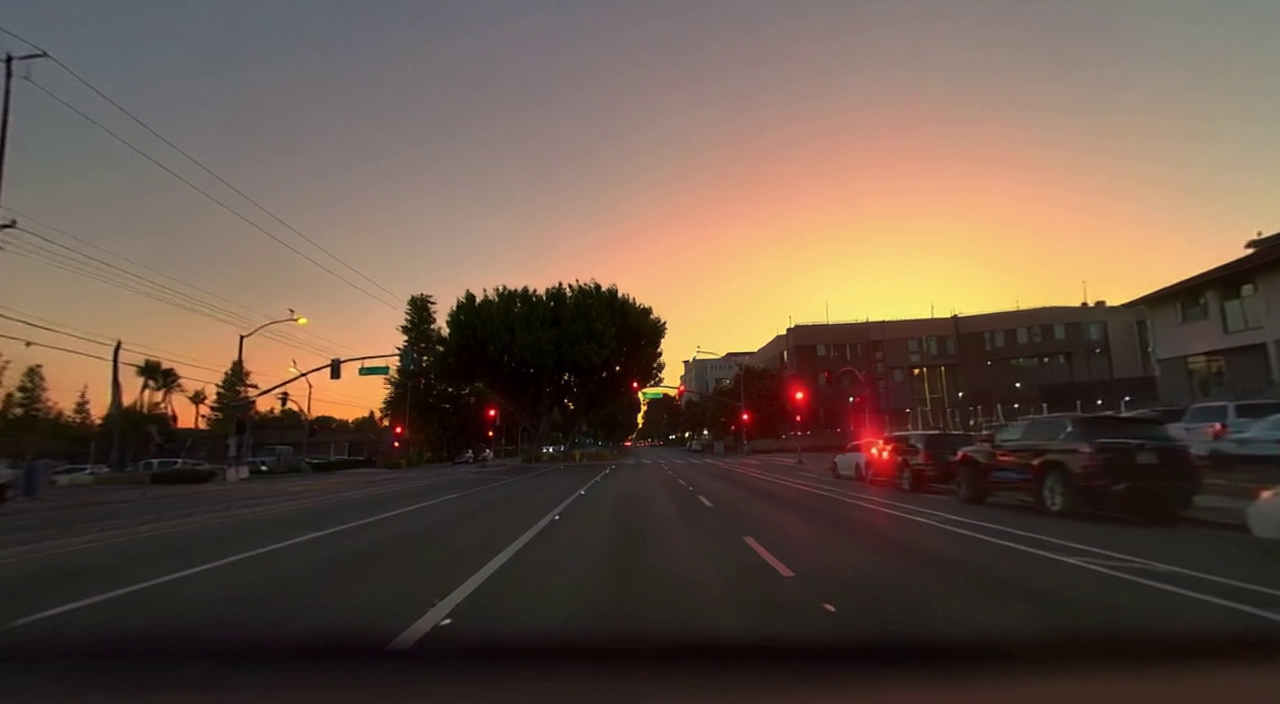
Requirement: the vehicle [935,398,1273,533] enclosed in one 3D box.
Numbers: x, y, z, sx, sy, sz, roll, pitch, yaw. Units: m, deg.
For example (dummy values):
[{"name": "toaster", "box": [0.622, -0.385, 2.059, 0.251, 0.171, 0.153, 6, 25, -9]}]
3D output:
[{"name": "vehicle", "box": [7.756, 1.984, 11.569, 2.130, 1.877, 5.334, 0, -8, 0]}]
